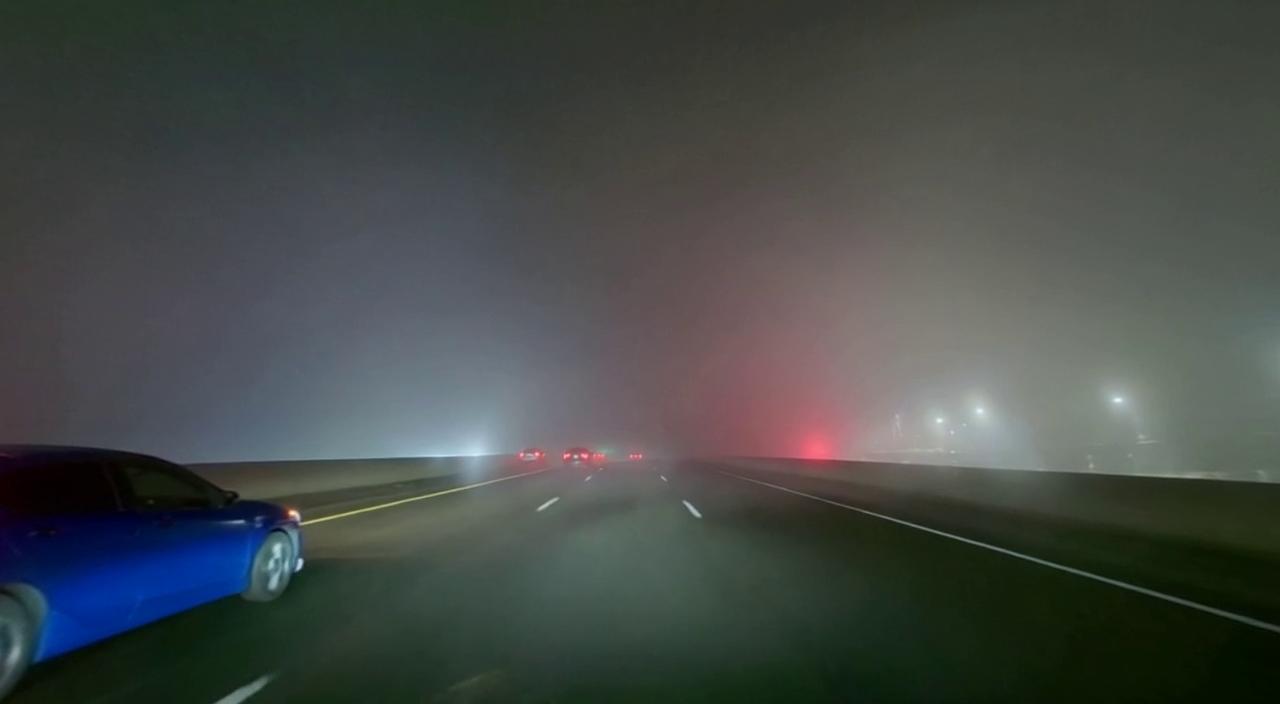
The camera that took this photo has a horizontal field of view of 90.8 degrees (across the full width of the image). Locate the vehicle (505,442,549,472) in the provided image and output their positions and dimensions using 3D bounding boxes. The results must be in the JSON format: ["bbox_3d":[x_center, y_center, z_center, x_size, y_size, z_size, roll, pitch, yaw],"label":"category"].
[{"bbox_3d":[-7.425,6.946,41.958,2.040,1.824,4.917,0,-9,0],"label":"vehicle"}]

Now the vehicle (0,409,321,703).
[{"bbox_3d":[-3.875,1.070,3.215,2.114,1.480,4.473,0,-9,1],"label":"vehicle"}]

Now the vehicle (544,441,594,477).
[{"bbox_3d":[-3.559,5.462,32.455,2.075,1.702,4.257,0,-9,0],"label":"vehicle"}]
